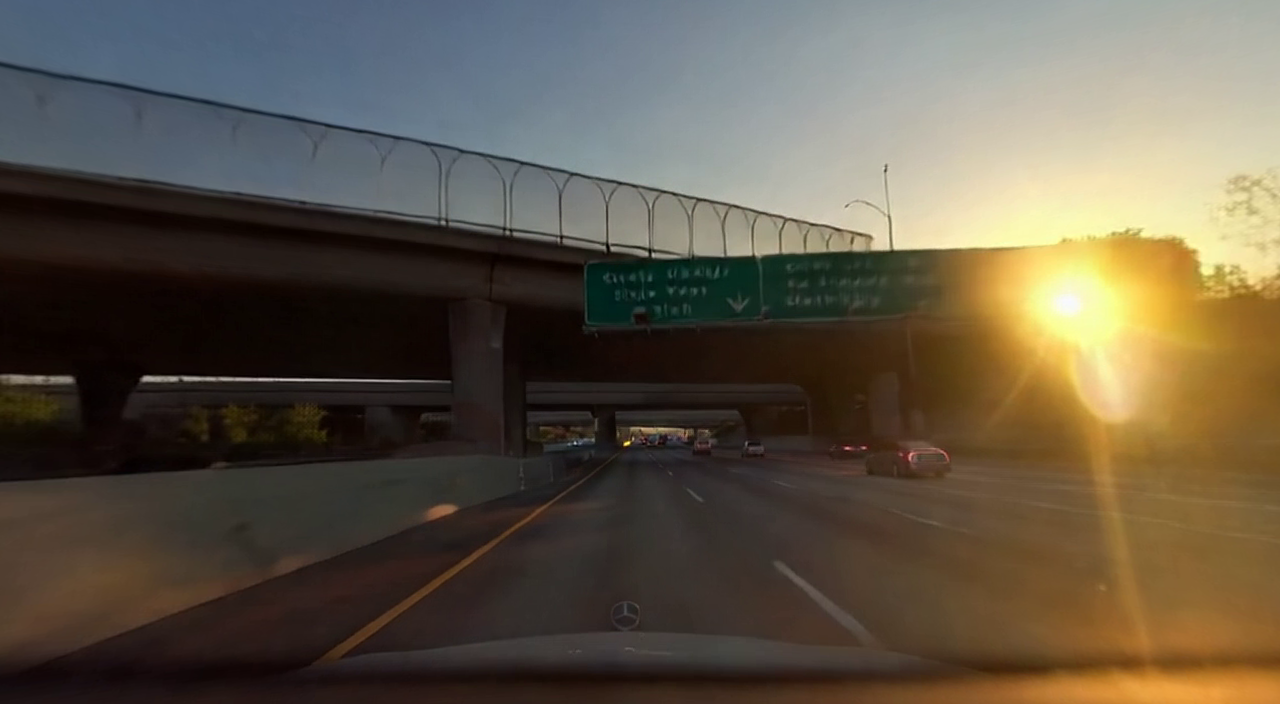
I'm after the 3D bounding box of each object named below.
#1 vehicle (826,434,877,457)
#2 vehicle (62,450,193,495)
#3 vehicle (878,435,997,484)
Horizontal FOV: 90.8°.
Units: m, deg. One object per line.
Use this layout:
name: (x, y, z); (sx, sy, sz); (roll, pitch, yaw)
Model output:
vehicle: (16.490, 7.335, 49.465); (2.034, 1.698, 5.065); (0, -9, -2)
vehicle: (-19.145, 4.482, 23.855); (1.741, 1.495, 3.853); (0, -9, -2)
vehicle: (9.526, 3.474, 20.663); (1.836, 1.418, 4.132); (0, -9, -1)
